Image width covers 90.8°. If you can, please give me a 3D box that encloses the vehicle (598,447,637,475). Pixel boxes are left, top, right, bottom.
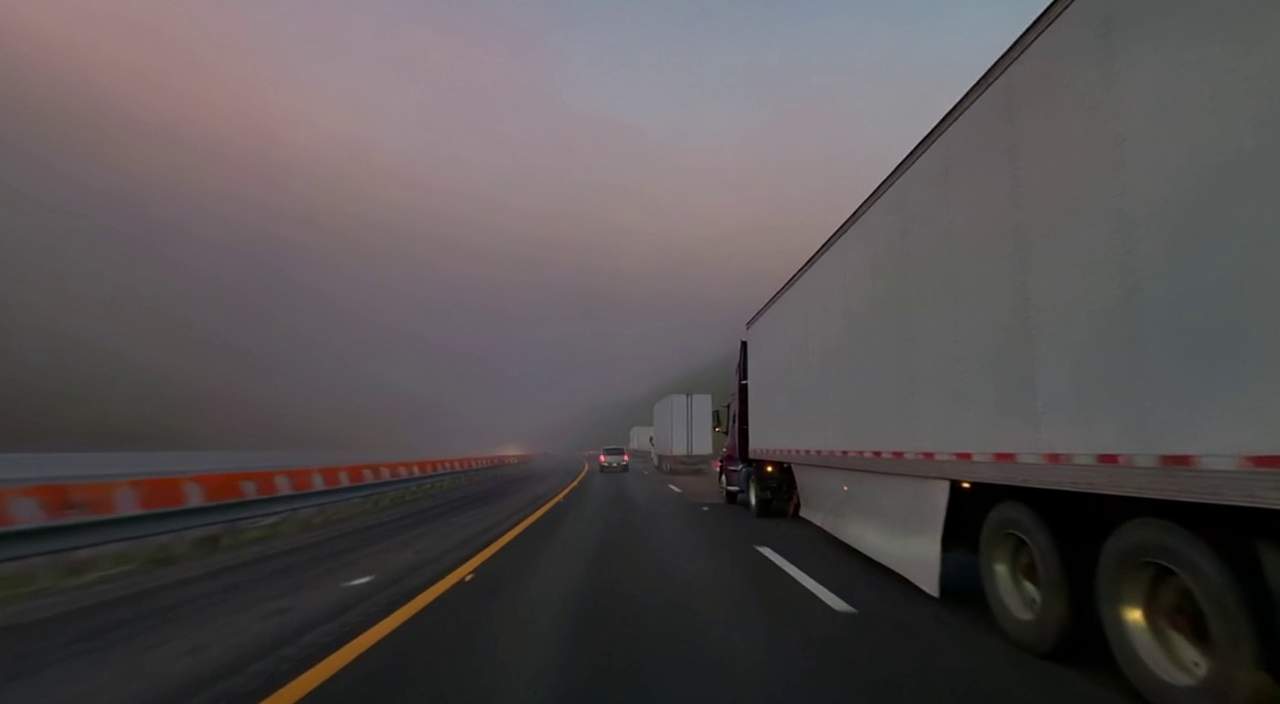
[{"bbox_3d":[-1.234,6.010,34.913,2.029,1.437,3.794,0,-9,-2],"label":"vehicle"}]

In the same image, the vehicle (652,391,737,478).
[{"bbox_3d":[2.664,4.911,36.357,2.826,4.050,13.845,1,-9,-4],"label":"vehicle"}]

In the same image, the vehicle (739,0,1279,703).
[{"bbox_3d":[3.986,0.552,8.164,2.911,4.099,14.578,0,-9,-1],"label":"vehicle"}]
